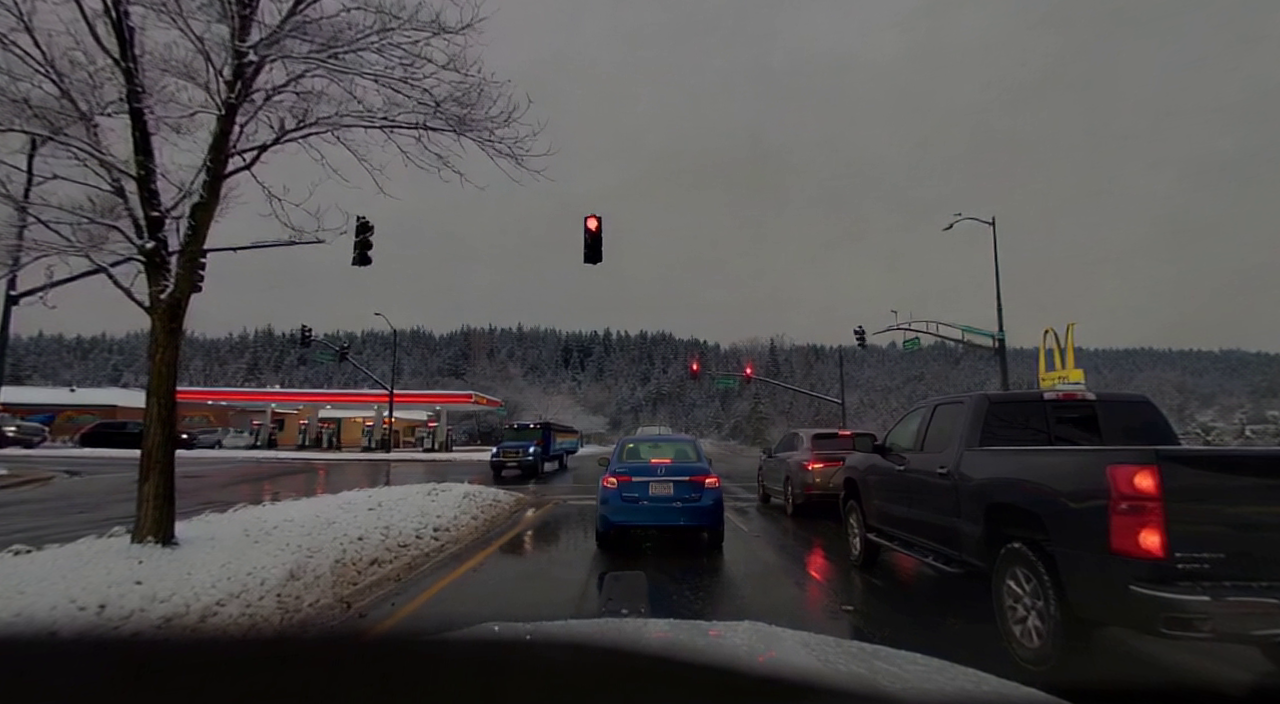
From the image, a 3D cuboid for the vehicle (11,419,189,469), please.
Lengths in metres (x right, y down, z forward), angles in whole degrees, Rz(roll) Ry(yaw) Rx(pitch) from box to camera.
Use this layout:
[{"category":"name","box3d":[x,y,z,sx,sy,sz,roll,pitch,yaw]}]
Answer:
[{"category":"vehicle","box3d":[-19.652,3.364,23.102,4.742,1.720,2.107,-1,-8,5]}]

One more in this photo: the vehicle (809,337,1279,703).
[{"category":"vehicle","box3d":[3.577,1.300,5.968,2.277,1.871,6.143,0,-8,0]}]

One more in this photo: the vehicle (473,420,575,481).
[{"category":"vehicle","box3d":[-4.329,3.837,24.828,2.615,2.031,5.638,1,-8,3]}]

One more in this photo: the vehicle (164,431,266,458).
[{"category":"vehicle","box3d":[-23.095,5.026,34.381,4.326,1.420,1.798,-1,-8,4]}]

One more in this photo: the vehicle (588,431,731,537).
[{"category":"vehicle","box3d":[0.273,2.176,10.971,2.027,1.494,3.824,0,-8,0]}]
